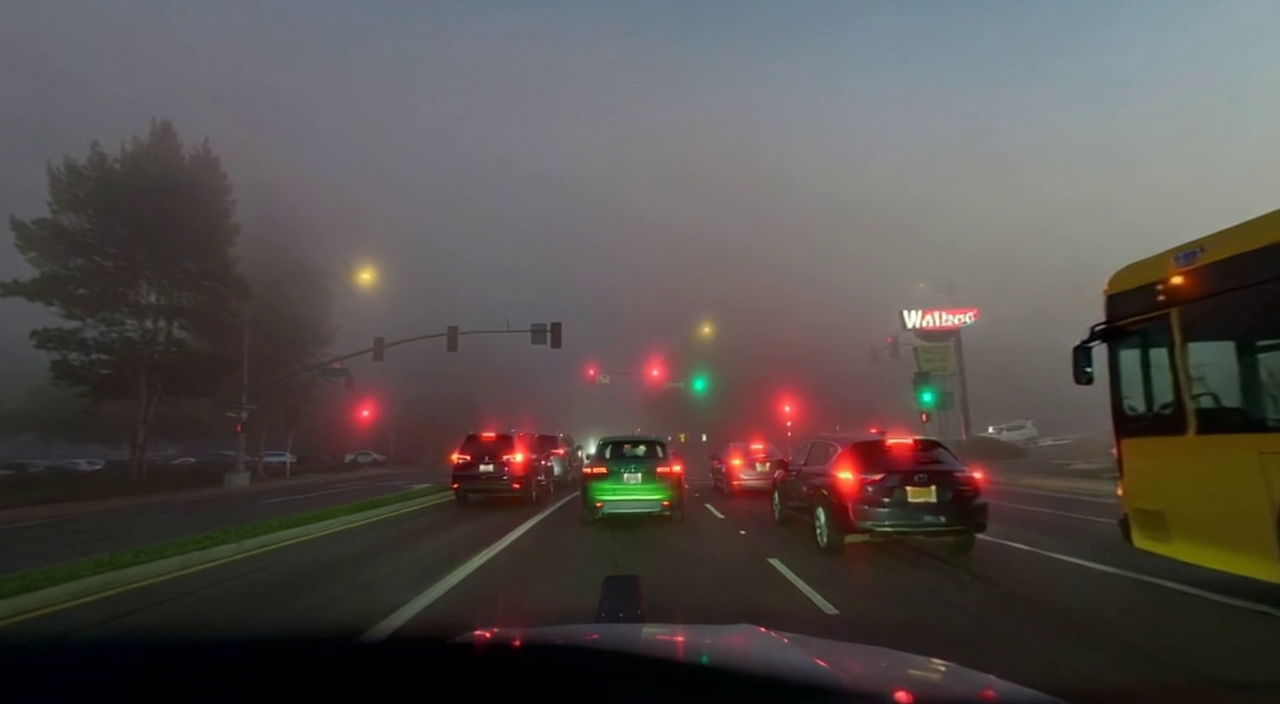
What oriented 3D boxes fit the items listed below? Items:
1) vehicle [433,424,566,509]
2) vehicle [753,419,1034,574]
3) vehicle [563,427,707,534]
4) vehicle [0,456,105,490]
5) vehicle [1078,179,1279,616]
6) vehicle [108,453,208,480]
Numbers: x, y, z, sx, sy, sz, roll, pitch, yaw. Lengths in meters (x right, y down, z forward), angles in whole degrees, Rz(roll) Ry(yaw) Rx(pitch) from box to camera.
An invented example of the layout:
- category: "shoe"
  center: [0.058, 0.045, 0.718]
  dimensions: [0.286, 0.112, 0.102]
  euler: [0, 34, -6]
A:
- category: "vehicle"
  center: [-3.112, 2.673, 15.115]
  dimensions: [2.180, 1.708, 4.397]
  euler: [0, -9, 0]
- category: "vehicle"
  center: [2.902, 1.757, 8.471]
  dimensions: [1.922, 1.508, 4.330]
  euler: [0, -9, -1]
- category: "vehicle"
  center: [-0.068, 2.140, 11.050]
  dimensions: [2.071, 1.525, 3.723]
  euler: [0, -9, 0]
- category: "vehicle"
  center: [-27.965, 5.652, 29.709]
  dimensions: [3.838, 1.433, 1.967]
  euler: [4, -10, -27]
- category: "vehicle"
  center: [6.468, -0.104, 1.840]
  dimensions: [3.197, 3.269, 9.836]
  euler: [0, -9, -1]
- category: "vehicle"
  center: [-27.371, 6.515, 36.065]
  dimensions: [4.107, 1.427, 1.883]
  euler: [3, -9, -22]
